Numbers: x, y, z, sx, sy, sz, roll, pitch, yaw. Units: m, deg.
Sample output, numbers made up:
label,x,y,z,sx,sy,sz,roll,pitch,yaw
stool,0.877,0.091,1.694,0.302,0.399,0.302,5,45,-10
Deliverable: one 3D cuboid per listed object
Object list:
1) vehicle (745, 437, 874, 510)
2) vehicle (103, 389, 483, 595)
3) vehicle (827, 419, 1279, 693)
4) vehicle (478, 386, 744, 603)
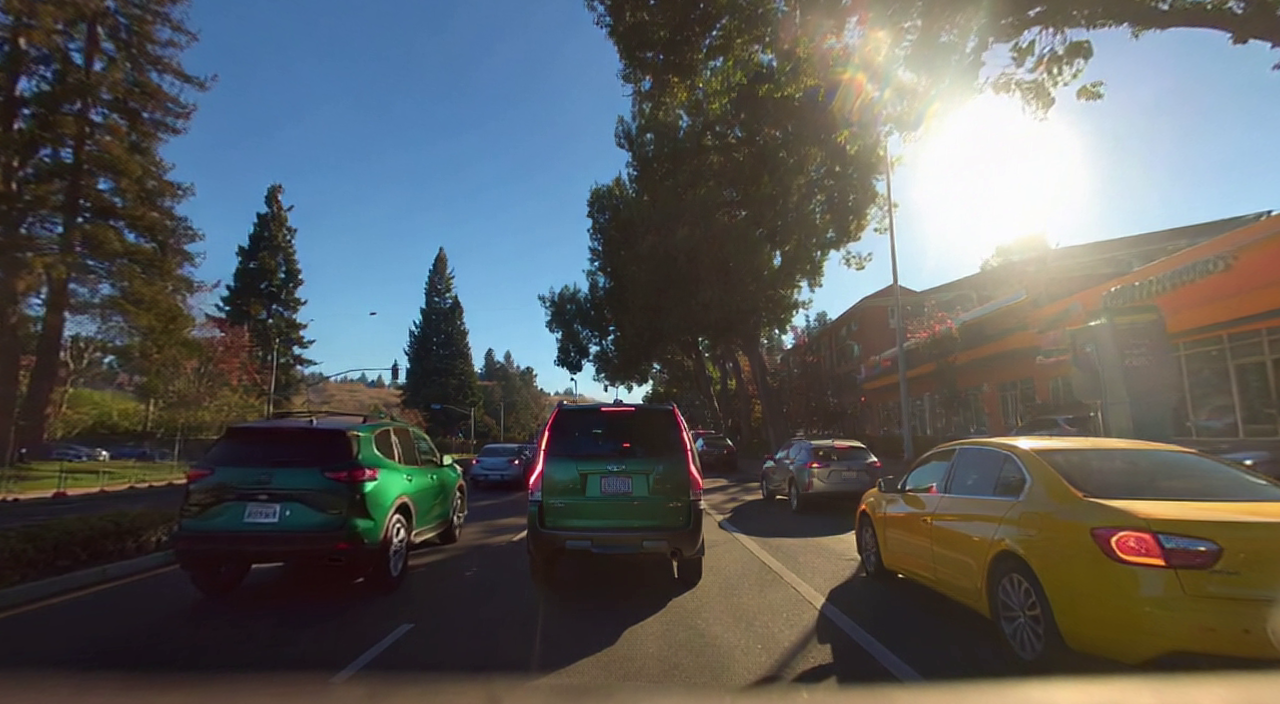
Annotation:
label,x,y,z,sx,sy,sz,roll,pitch,yaw
vehicle,3.923,2.865,15.411,1.875,1.521,4.192,0,-9,-1
vehicle,-3.689,1.590,7.998,2.231,1.853,4.461,0,-9,0
vehicle,3.360,1.439,5.694,1.900,1.477,4.352,0,-9,-2
vehicle,-0.293,1.515,7.526,2.238,1.825,4.190,0,-9,-1
